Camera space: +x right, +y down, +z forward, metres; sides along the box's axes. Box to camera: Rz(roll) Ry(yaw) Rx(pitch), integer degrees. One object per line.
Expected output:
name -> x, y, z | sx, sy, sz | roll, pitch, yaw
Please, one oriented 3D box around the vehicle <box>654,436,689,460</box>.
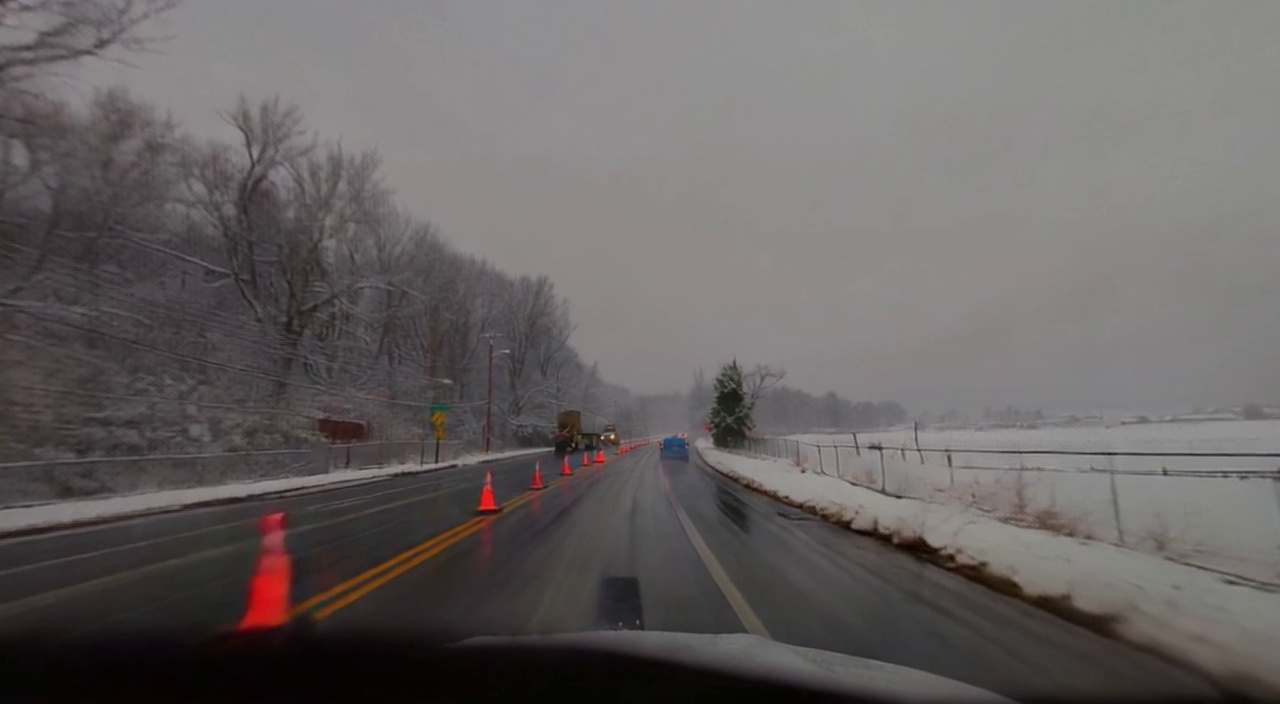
vehicle -> 2.047, 6.311, 41.611 | 2.172, 1.486, 3.581 | -1, -9, 3
